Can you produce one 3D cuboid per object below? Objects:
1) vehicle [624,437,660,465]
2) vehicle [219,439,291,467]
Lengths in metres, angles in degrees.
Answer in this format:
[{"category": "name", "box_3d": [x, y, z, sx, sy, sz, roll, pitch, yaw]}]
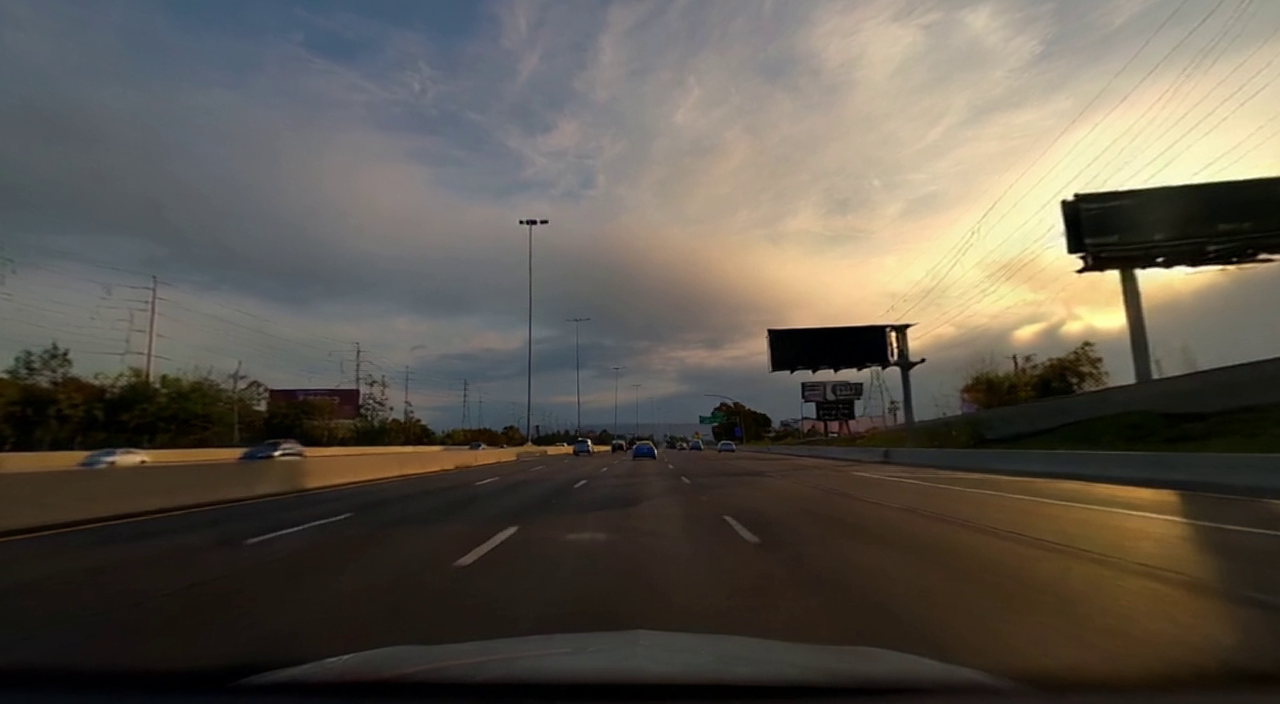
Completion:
[{"category": "vehicle", "box_3d": [0.114, 6.009, 38.481, 2.074, 1.574, 3.971, -1, -8, 0]}, {"category": "vehicle", "box_3d": [-23.183, 6.097, 38.182, 1.890, 1.580, 3.831, 0, -9, 1]}]
